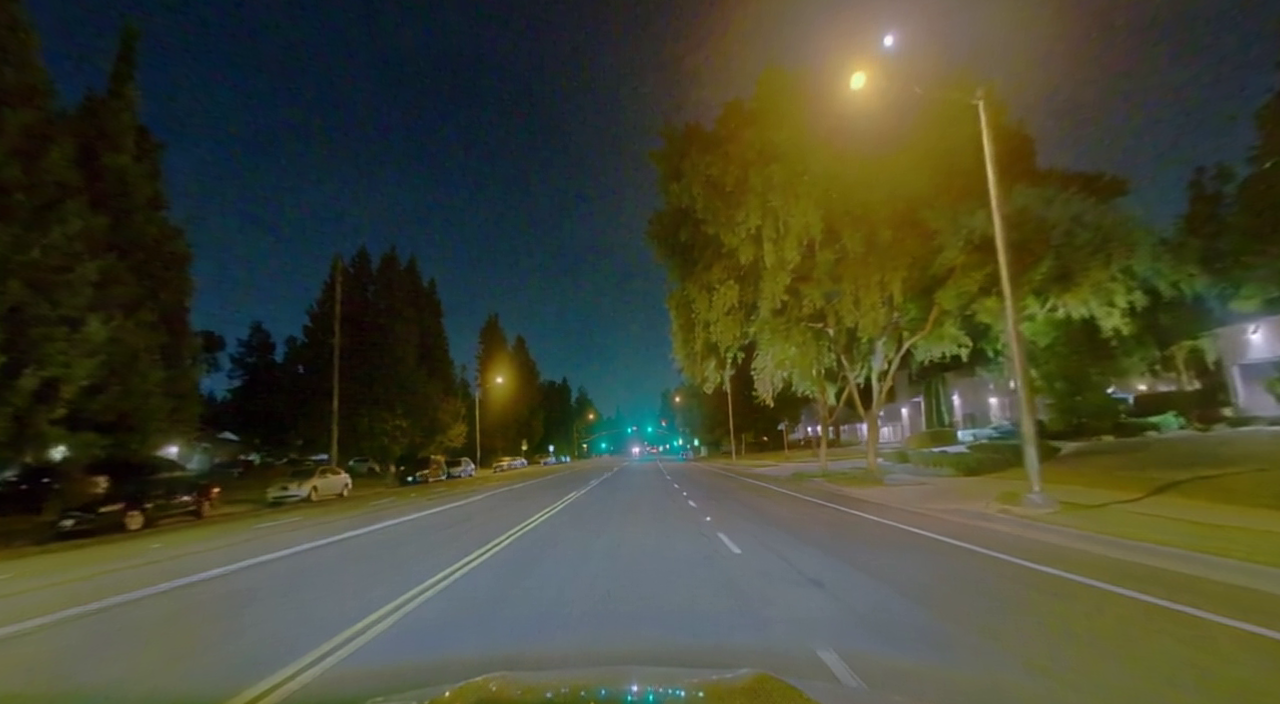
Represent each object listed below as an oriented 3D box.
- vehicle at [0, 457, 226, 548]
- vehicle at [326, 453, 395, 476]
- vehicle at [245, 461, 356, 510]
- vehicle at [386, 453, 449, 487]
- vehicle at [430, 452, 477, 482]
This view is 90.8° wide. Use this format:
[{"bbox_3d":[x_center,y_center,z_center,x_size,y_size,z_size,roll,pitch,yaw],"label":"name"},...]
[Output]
[{"bbox_3d":[-12.921,3.599,15.817,2.086,1.720,4.499,-3,-8,0],"label":"vehicle"},{"bbox_3d":[-21.428,8.636,48.535,4.284,1.621,1.938,0,-9,1],"label":"vehicle"},{"bbox_3d":[-12.768,5.006,24.115,1.833,1.464,4.292,-4,-8,1],"label":"vehicle"},{"bbox_3d":[-12.698,6.718,36.370,1.882,1.775,4.904,0,-9,0],"label":"vehicle"},{"bbox_3d":[-12.400,7.638,42.165,1.882,1.727,3.945,-4,-8,1],"label":"vehicle"}]
